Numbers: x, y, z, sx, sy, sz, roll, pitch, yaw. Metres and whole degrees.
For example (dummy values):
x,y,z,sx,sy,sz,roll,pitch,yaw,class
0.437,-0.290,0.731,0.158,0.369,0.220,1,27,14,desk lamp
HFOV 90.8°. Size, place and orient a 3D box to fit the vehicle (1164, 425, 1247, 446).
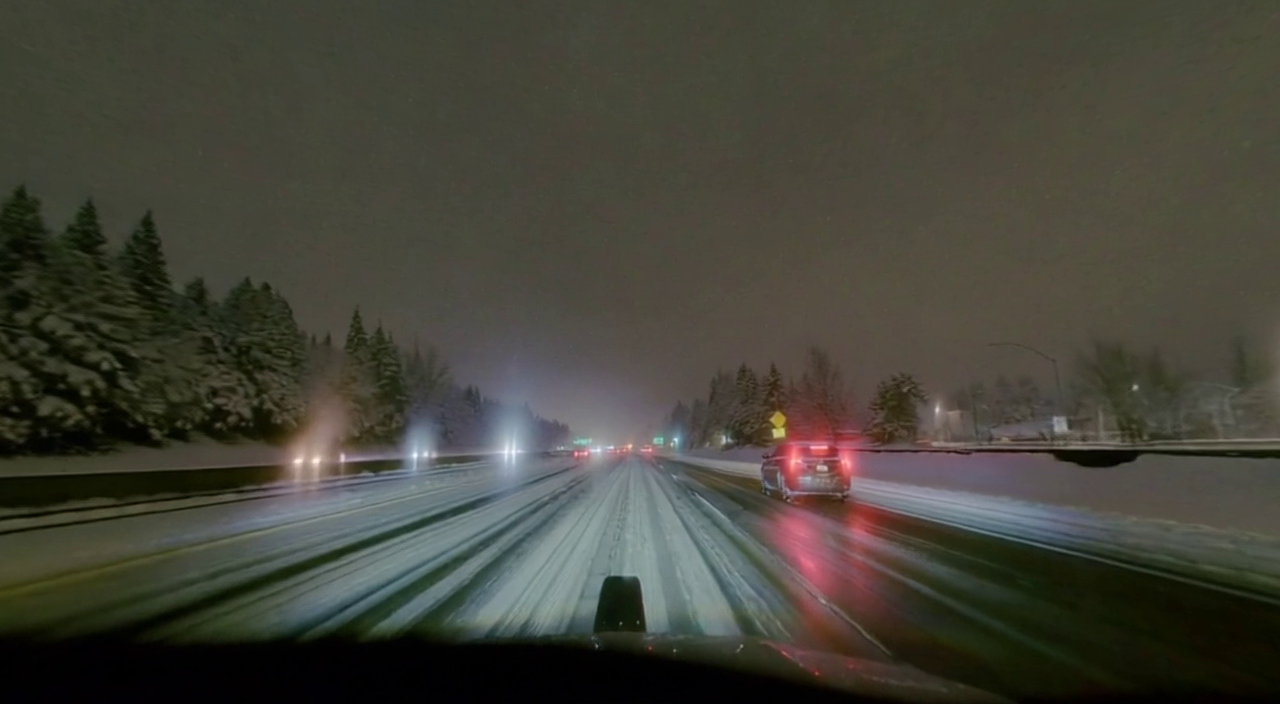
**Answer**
x,y,z,sx,sy,sz,roll,pitch,yaw,class
43.664,6.501,48.873,1.905,1.549,4.375,6,-10,-36,vehicle
